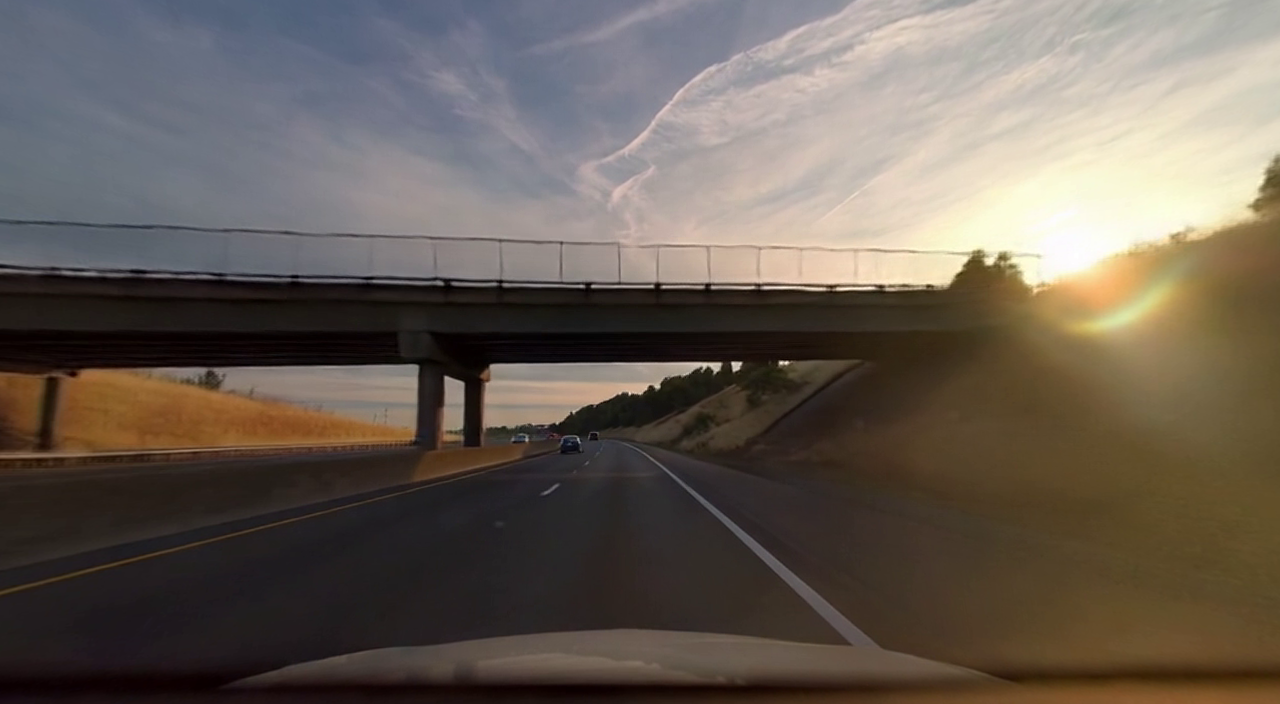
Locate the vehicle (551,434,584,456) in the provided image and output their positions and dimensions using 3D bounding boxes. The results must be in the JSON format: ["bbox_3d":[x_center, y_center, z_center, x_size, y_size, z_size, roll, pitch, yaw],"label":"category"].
[{"bbox_3d":[-5.133,6.618,44.863,2.005,1.509,4.260,0,-8,-2],"label":"vehicle"}]
